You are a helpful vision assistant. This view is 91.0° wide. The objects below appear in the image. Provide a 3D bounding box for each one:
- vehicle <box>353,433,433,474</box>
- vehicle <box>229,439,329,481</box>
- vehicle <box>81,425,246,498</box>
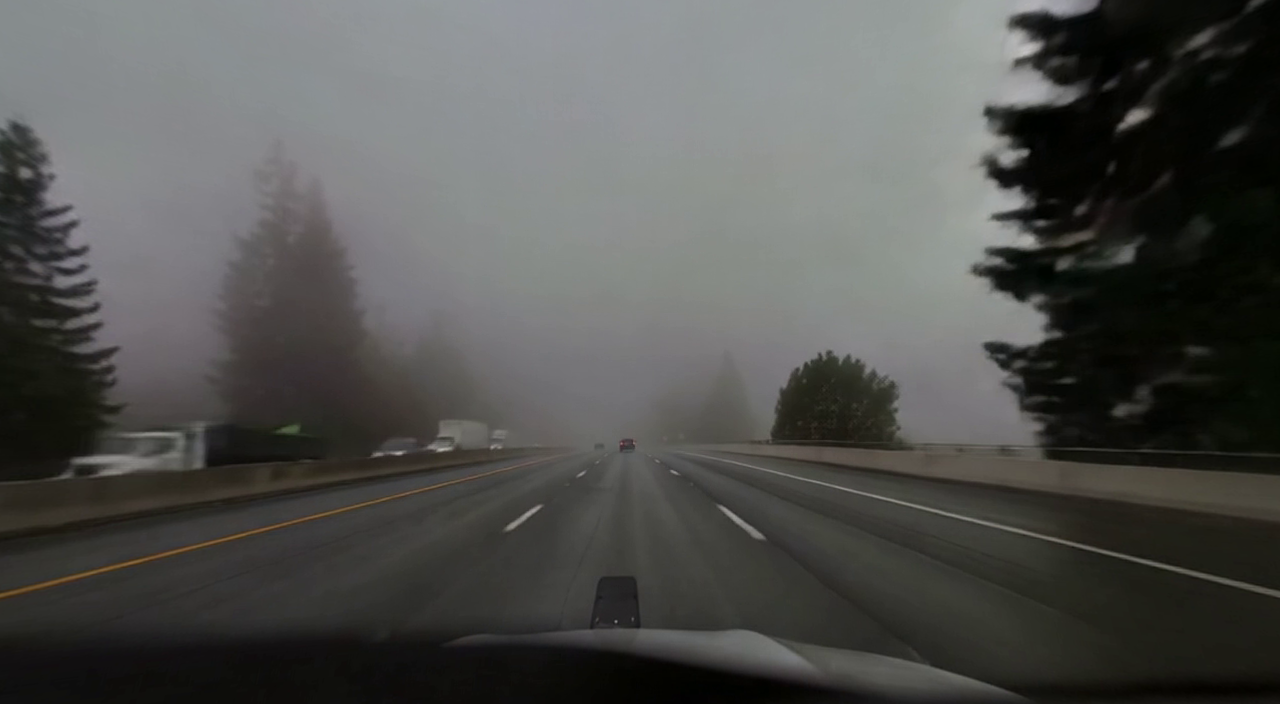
[{"bbox_3d":[-12.525,5.151,32.285,2.097,1.860,5.080,0,-8,-1],"label":"vehicle"},{"bbox_3d":[-19.466,5.832,34.327,2.390,2.038,5.581,0,-8,-3],"label":"vehicle"},{"bbox_3d":[-19.347,4.434,26.073,2.196,2.618,5.990,0,-8,-1],"label":"vehicle"}]
